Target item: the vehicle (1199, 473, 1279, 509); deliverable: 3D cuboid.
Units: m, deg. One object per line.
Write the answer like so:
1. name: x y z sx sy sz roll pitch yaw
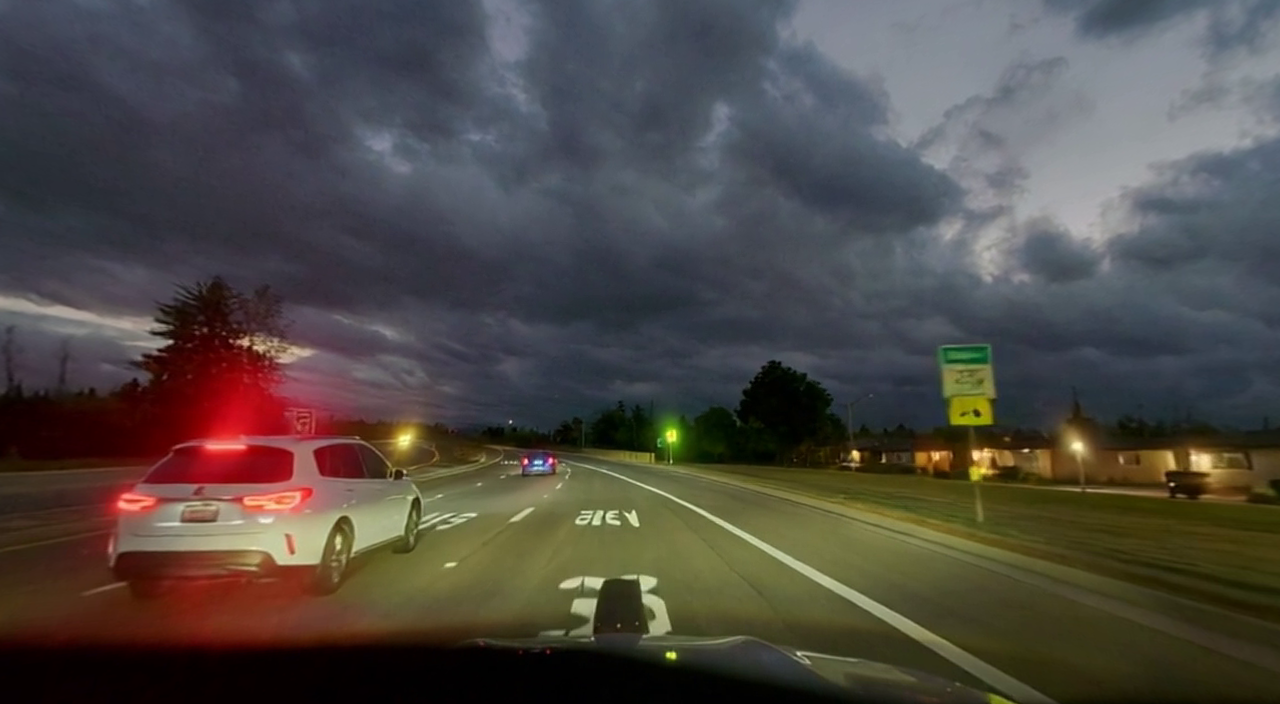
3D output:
1. vehicle: 33.311 7.390 33.599 1.820 1.626 5.319 1 -9 -8

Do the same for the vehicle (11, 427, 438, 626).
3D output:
1. vehicle: -4.186 1.786 7.606 2.098 1.613 4.606 0 -8 -2

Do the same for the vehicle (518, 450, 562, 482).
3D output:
1. vehicle: -5.018 5.732 32.125 1.904 1.476 3.736 0 -8 -4

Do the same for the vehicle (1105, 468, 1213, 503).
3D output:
1. vehicle: 32.497 8.356 39.786 1.903 1.807 5.023 2 -8 -12
